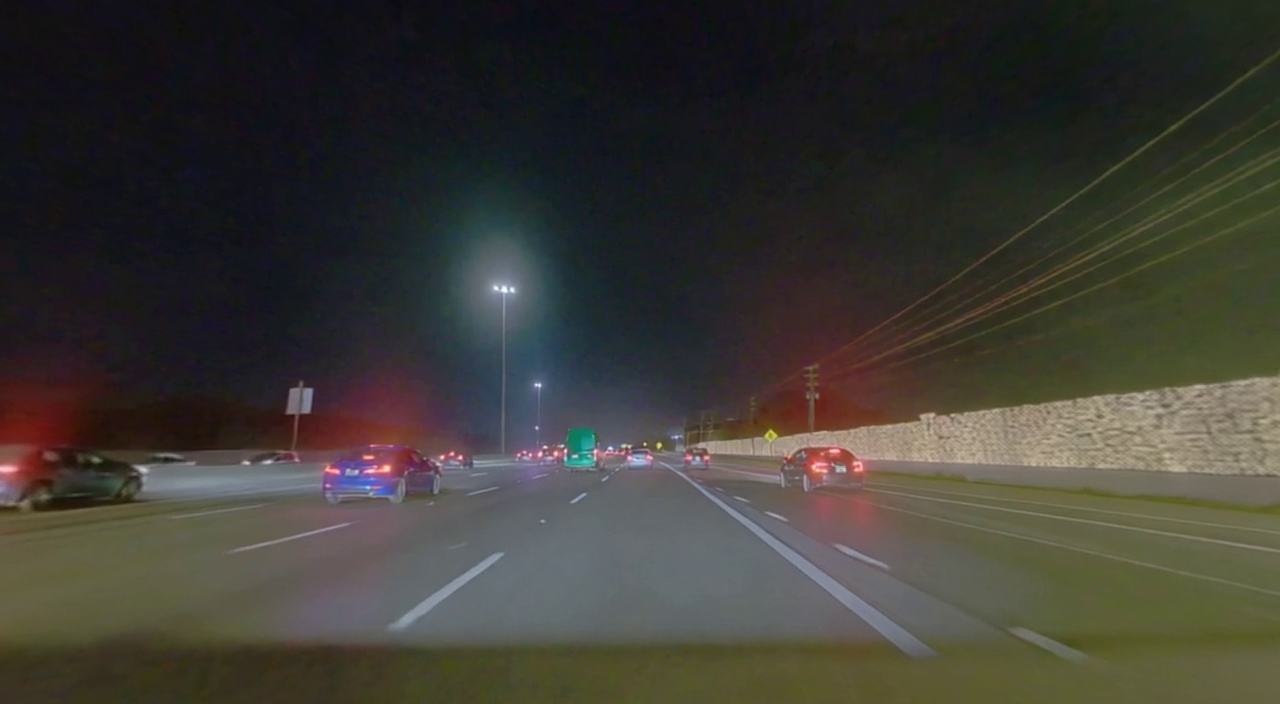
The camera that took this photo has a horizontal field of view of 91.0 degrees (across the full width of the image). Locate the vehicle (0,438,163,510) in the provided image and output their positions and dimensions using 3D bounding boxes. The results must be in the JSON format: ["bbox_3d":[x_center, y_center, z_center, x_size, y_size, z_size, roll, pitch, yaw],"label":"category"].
[{"bbox_3d":[-14.922,2.970,15.714,2.039,1.538,5.037,0,-9,1],"label":"vehicle"}]

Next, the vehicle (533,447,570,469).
[{"bbox_3d":[-6.387,7.662,45.874,1.944,1.490,4.442,0,-9,1],"label":"vehicle"}]

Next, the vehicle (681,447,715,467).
[{"bbox_3d":[4.425,8.033,48.364,2.095,1.504,4.536,0,-9,-1],"label":"vehicle"}]

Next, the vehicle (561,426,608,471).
[{"bbox_3d":[-3.454,6.205,40.529,2.395,2.660,5.827,0,-9,1],"label":"vehicle"}]

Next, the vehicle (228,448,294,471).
[{"bbox_3d":[-29.089,8.242,48.544,2.070,1.690,4.801,0,-9,1],"label":"vehicle"}]

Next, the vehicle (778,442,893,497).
[{"bbox_3d":[5.846,3.547,19.461,2.052,1.470,4.364,0,-9,-2],"label":"vehicle"}]

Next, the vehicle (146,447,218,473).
[{"bbox_3d":[-32.923,7.773,45.423,2.039,1.759,4.072,0,-9,2],"label":"vehicle"}]

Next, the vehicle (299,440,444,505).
[{"bbox_3d":[-7.107,3.209,17.275,1.967,1.525,4.458,0,-9,1],"label":"vehicle"}]
